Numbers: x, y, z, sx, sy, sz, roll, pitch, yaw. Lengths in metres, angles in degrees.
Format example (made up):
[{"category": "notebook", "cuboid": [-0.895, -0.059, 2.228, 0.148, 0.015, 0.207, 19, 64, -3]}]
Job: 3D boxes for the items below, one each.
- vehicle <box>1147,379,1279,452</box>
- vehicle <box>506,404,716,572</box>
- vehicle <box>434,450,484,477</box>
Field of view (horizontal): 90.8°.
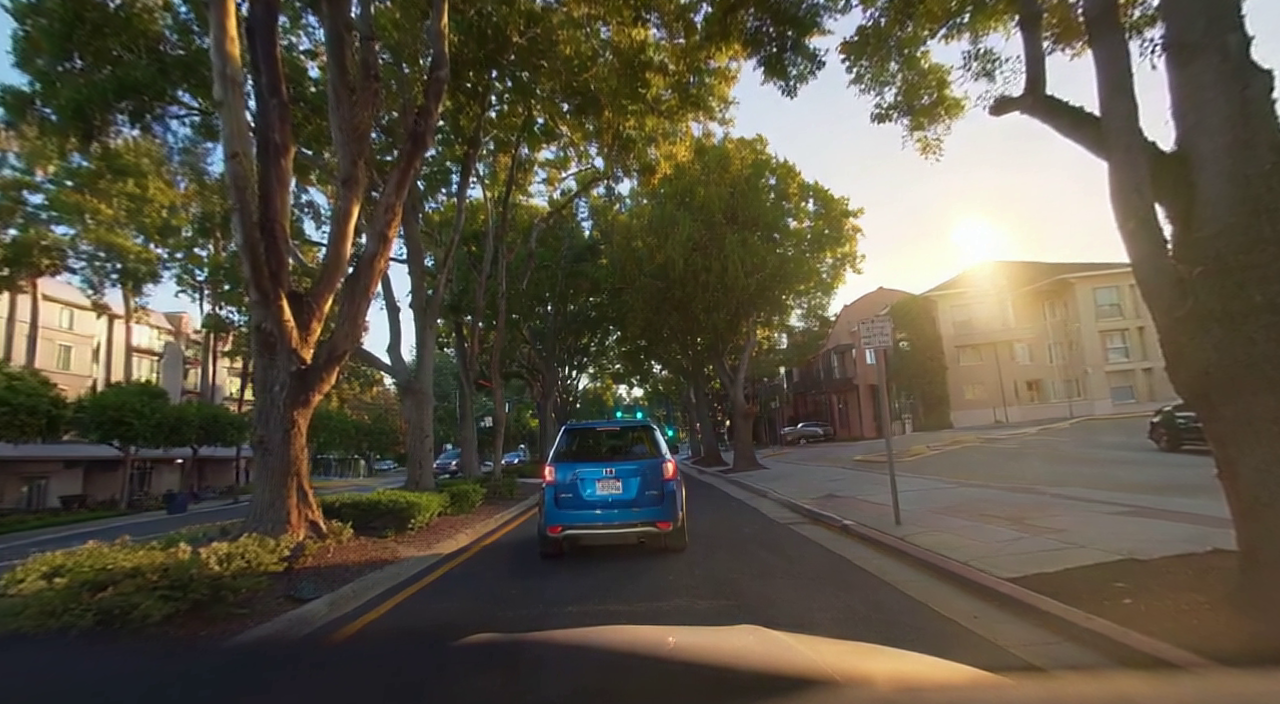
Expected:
[{"category": "vehicle", "cuboid": [13.849, 1.381, 13.516, 4.270, 1.486, 2.042, -5, -10, 28]}, {"category": "vehicle", "cuboid": [-0.266, 1.686, 8.492, 2.136, 1.703, 3.910, 0, -8, 1]}, {"category": "vehicle", "cuboid": [-12.214, 7.520, 42.875, 1.971, 1.718, 4.539, 0, -8, 1]}]
